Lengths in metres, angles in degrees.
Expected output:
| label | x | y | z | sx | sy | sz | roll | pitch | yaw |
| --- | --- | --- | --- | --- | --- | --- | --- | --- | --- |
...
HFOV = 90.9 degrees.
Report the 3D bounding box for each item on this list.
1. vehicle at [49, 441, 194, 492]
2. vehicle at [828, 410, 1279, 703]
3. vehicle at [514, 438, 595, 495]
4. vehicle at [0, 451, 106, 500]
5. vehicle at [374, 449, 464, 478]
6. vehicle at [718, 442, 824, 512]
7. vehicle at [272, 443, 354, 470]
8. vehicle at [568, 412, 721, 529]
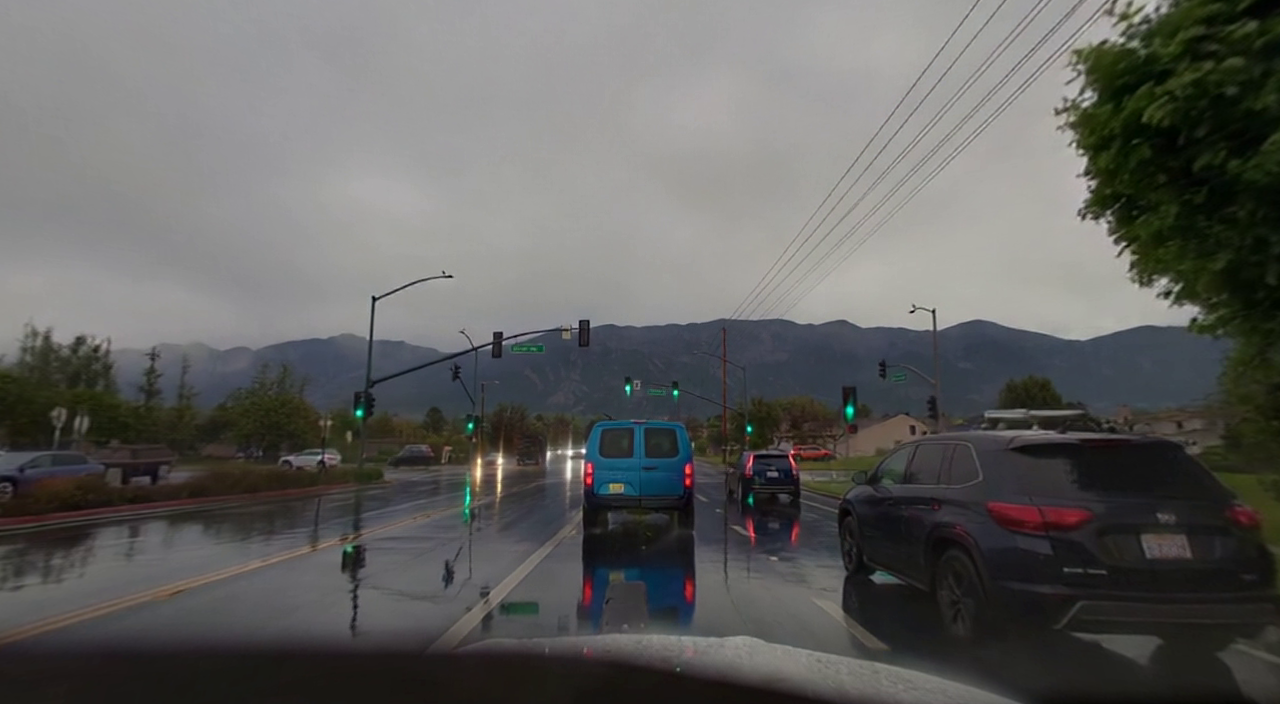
| label | x | y | z | sx | sy | sz | roll | pitch | yaw |
| --- | --- | --- | --- | --- | --- | --- | --- | --- | --- |
| vehicle | -20.422 | 4.496 | 25.171 | 1.996 | 1.809 | 4.699 | 1 | -8 | -5 |
| vehicle | 3.523 | 1.497 | 5.774 | 2.155 | 1.658 | 4.721 | 0 | -8 | 0 |
| vehicle | -2.809 | 3.906 | 21.859 | 2.059 | 1.749 | 4.458 | 0 | -8 | 2 |
| vehicle | -20.081 | 3.901 | 20.131 | 1.830 | 1.436 | 4.771 | 0 | -8 | 1 |
| vehicle | -12.559 | 6.286 | 35.871 | 4.644 | 1.533 | 2.005 | -4 | -9 | 24 |
| vehicle | 3.390 | 3.298 | 17.227 | 1.957 | 1.646 | 4.355 | 0 | -8 | 0 |
| vehicle | -22.030 | 7.041 | 42.535 | 4.428 | 1.738 | 1.886 | 0 | -8 | 1 |
| vehicle | 0.081 | 2.433 | 13.554 | 2.636 | 2.011 | 5.130 | 0 | -8 | 0 |
